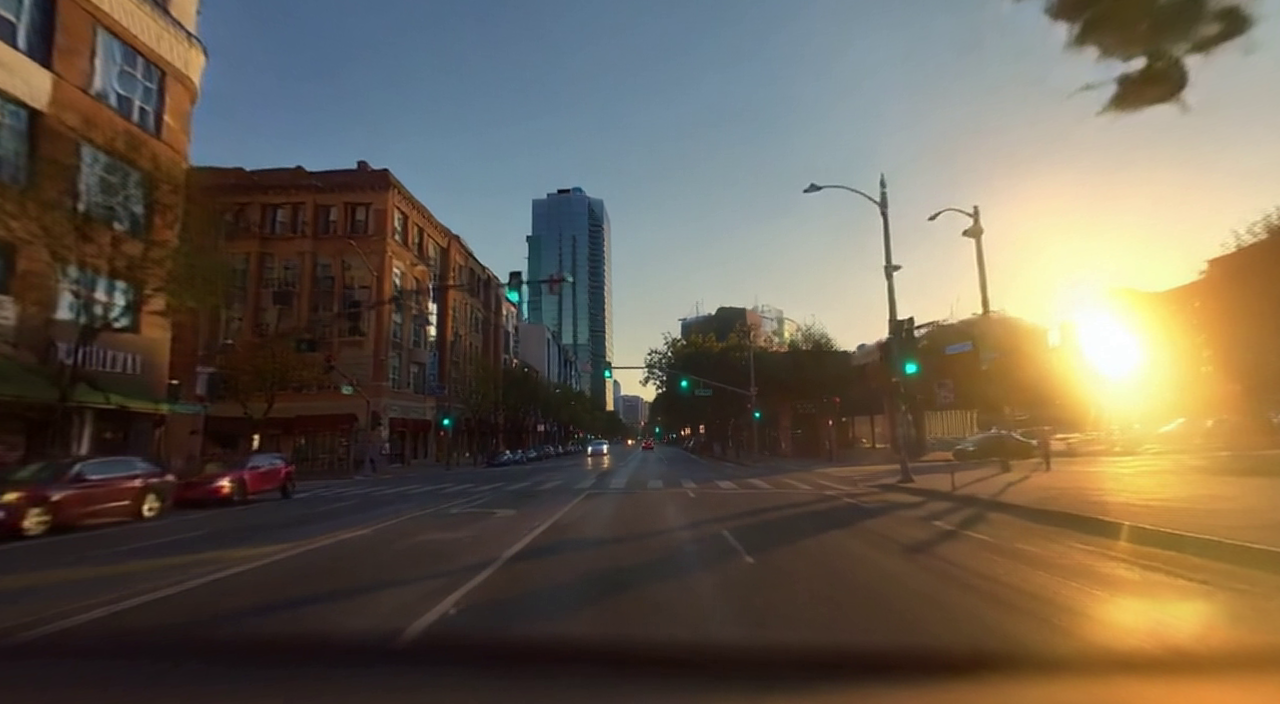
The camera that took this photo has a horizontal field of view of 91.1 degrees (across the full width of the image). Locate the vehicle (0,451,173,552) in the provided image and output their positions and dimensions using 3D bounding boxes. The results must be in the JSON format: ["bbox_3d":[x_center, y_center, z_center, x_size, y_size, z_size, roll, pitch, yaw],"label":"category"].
[{"bbox_3d":[-12.120,2.867,12.529,1.898,1.724,4.445,-1,-8,5],"label":"vehicle"}]

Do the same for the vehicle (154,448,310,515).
[{"bbox_3d":[-12.100,3.805,19.014,1.956,1.624,4.186,-3,-8,0],"label":"vehicle"}]
